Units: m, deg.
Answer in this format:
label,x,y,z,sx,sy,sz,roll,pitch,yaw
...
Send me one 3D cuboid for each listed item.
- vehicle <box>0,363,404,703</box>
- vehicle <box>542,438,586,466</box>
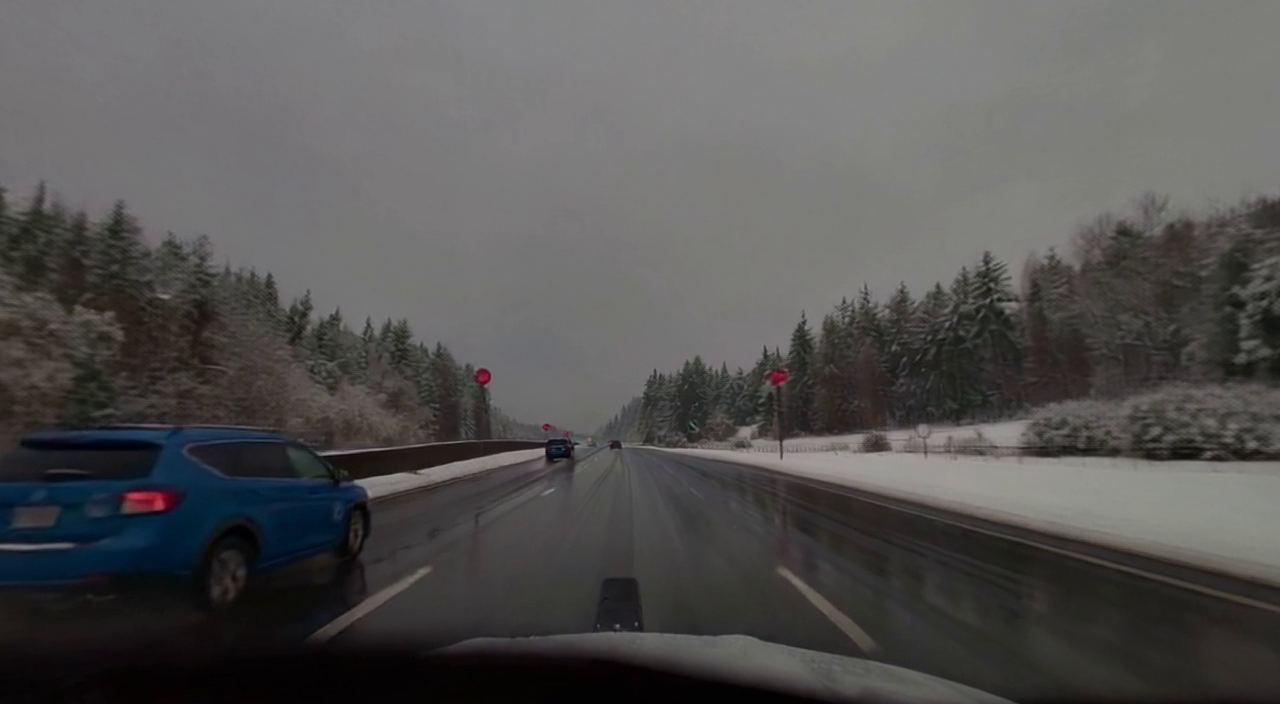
label,x,y,z,sx,sy,sz,roll,pitch,yaw
vehicle,-3.677,1.141,4.677,2.047,1.612,4.631,0,-8,0
vehicle,-3.879,5.192,32.905,1.874,1.369,3.875,0,-8,-1
